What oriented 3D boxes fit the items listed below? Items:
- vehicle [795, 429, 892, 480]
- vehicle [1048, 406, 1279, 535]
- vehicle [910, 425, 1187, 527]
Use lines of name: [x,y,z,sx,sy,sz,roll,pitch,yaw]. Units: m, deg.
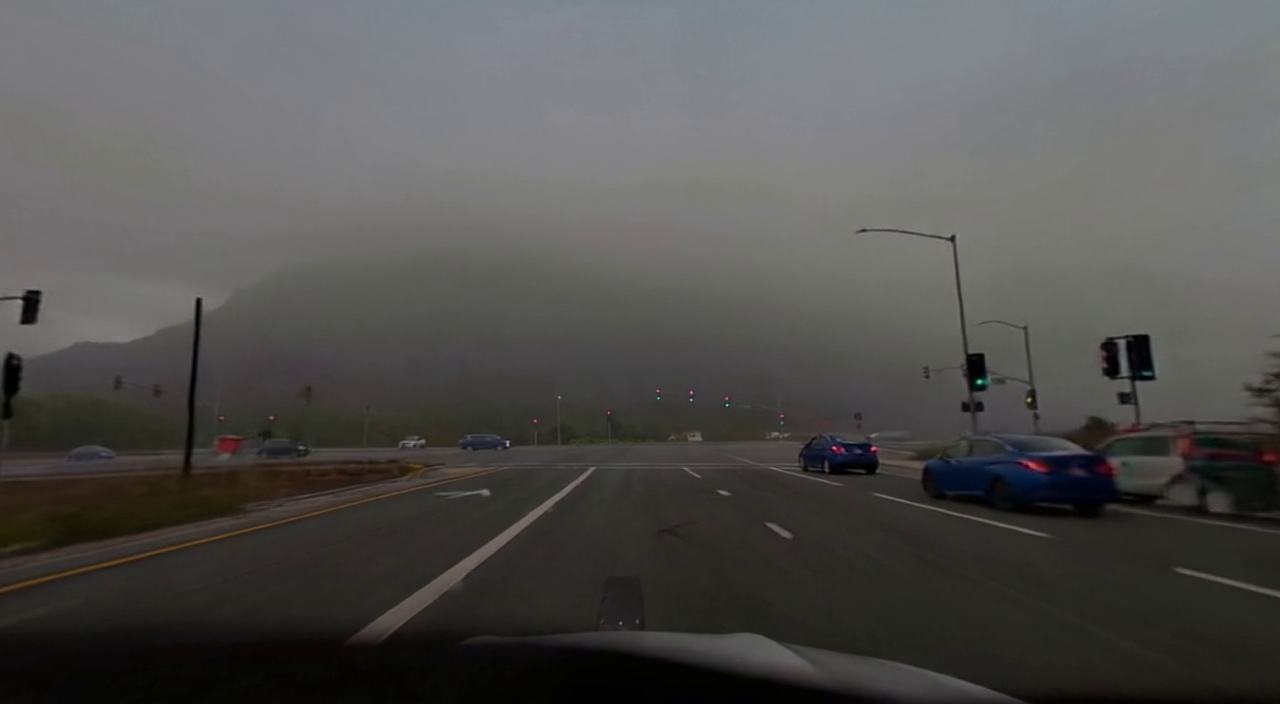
vehicle: [6.978,3.560,22.228,1.899,1.570,4.666,0,-8,0]
vehicle: [9.663,1.981,11.084,1.977,1.773,4.646,0,-8,2]
vehicle: [6.978,2.155,11.599,1.990,1.480,4.624,0,-8,0]
